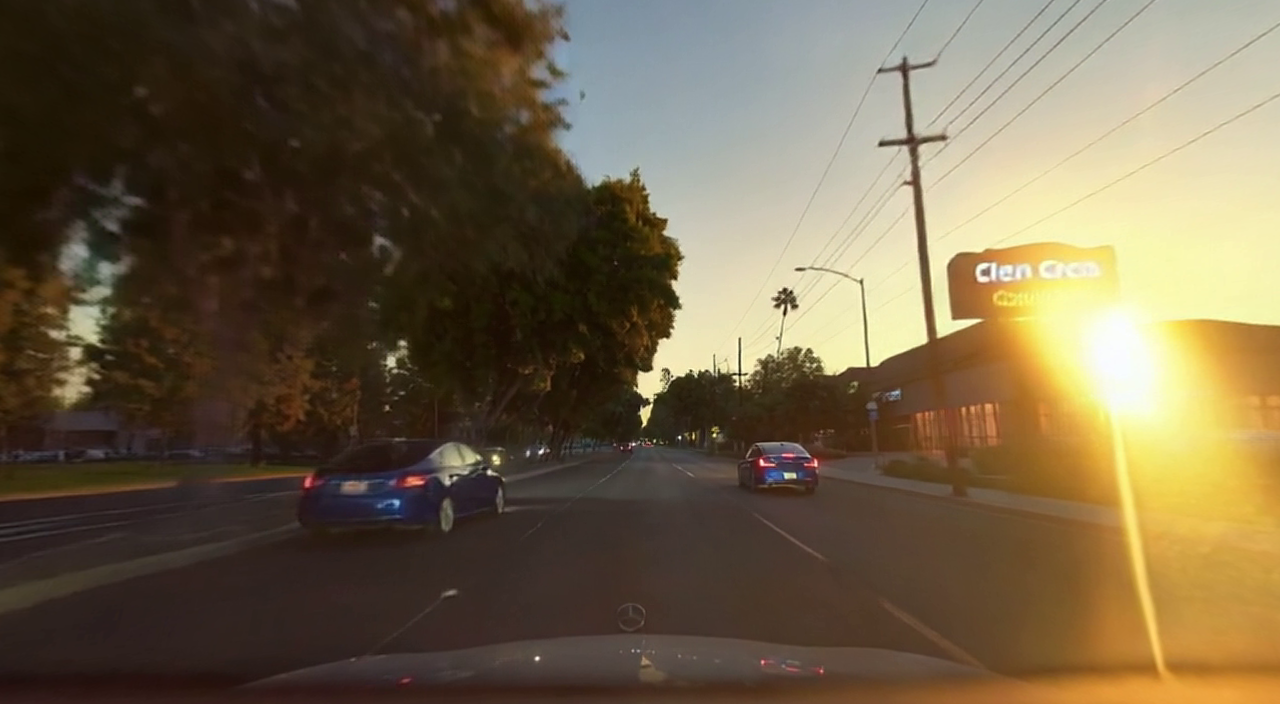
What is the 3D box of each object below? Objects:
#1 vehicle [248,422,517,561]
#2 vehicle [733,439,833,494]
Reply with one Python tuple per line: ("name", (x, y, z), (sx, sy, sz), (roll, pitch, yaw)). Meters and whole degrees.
("vehicle", (-3.256, 1.852, 9.099), (2.001, 1.504, 4.212), (0, -8, 2))
("vehicle", (4.215, 3.433, 19.323), (1.977, 1.474, 4.399), (0, -8, -1))
